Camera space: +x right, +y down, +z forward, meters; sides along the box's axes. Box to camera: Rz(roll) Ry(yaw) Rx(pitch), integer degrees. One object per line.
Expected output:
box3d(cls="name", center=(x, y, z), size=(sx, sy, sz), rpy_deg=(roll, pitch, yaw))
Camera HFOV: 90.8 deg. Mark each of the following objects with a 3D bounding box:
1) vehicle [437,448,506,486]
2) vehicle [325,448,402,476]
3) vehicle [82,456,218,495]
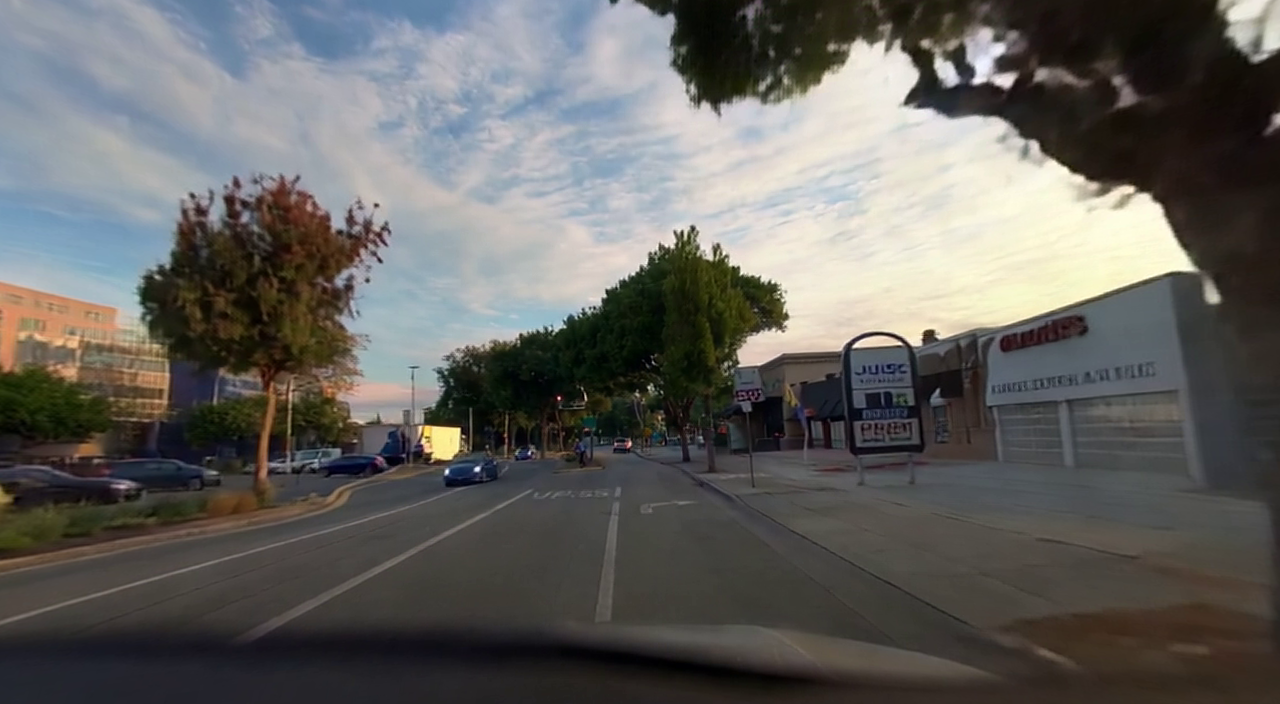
box3d(cls="vehicle", center=(-7.363, 5.045, 28.018), size=(1.899, 1.517, 4.384), rpy_deg=(0, -8, -1))
box3d(cls="vehicle", center=(-18.097, 7.206, 41.629), size=(2.101, 1.721, 4.587), rpy_deg=(-3, -9, 17))
box3d(cls="vehicle", center=(-21.948, 5.542, 28.555), size=(1.928, 1.490, 4.462), rpy_deg=(-4, -9, 16))
